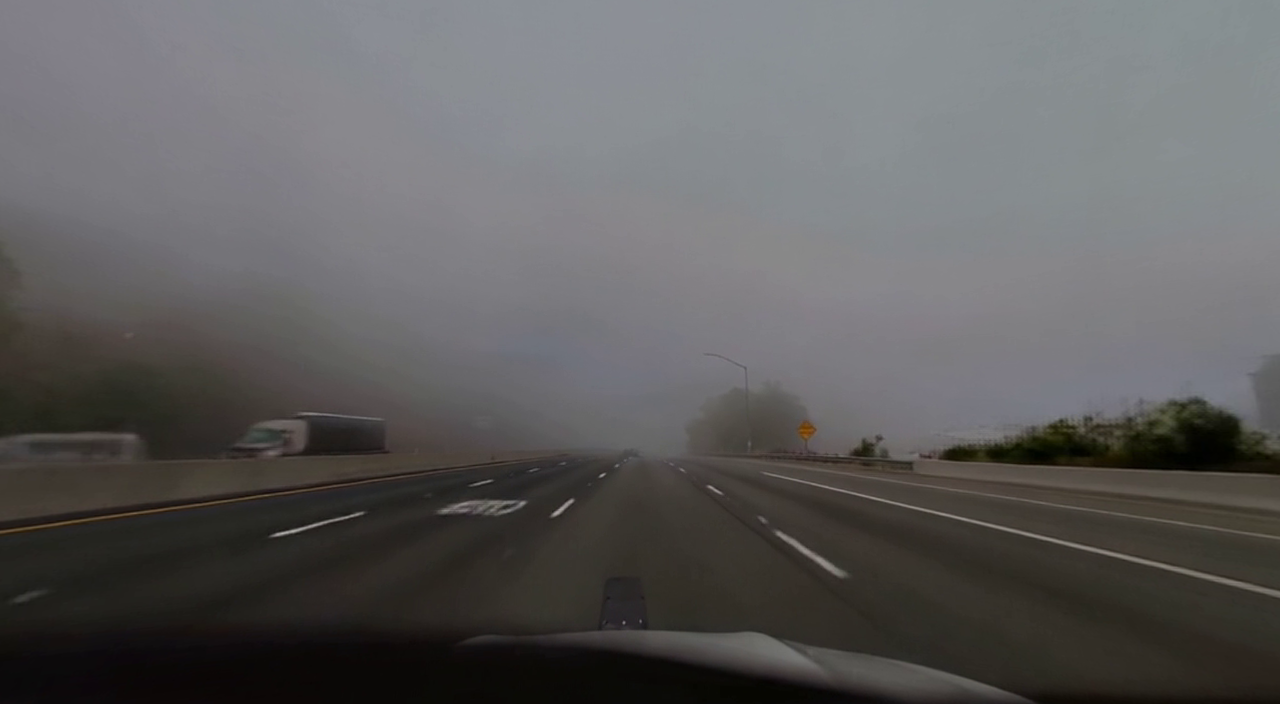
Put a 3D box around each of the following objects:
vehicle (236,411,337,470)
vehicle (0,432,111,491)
[{"bbox_3d":[-25.908,6.608,46.831,2.987,3.999,7.547,0,-8,0],"label":"vehicle"},{"bbox_3d":[-21.879,3.719,21.668,2.217,1.903,5.916,0,-8,0],"label":"vehicle"}]
